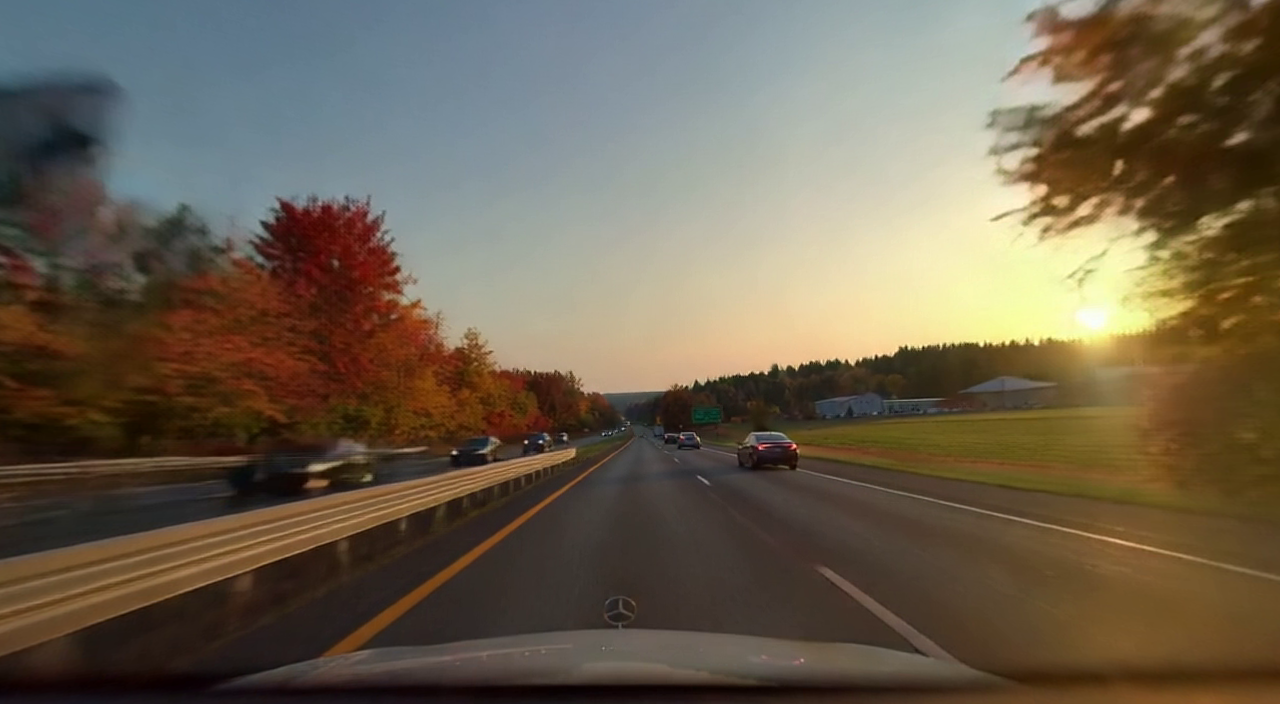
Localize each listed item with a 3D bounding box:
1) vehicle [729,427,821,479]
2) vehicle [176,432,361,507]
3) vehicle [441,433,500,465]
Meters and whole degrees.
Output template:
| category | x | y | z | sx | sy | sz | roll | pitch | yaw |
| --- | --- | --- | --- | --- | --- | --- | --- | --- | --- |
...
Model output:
| category | x | y | z | sx | sy | sz | roll | pitch | yaw |
| --- | --- | --- | --- | --- | --- | --- | --- | --- | --- |
| vehicle | 4.294 | 3.285 | 20.678 | 2.024 | 1.516 | 4.197 | 0 | -8 | -1 |
| vehicle | -8.598 | 2.722 | 15.076 | 1.861 | 1.504 | 4.286 | 0 | -8 | -1 |
| vehicle | -8.730 | 5.046 | 32.756 | 1.896 | 1.530 | 4.235 | 0 | -8 | 0 |
